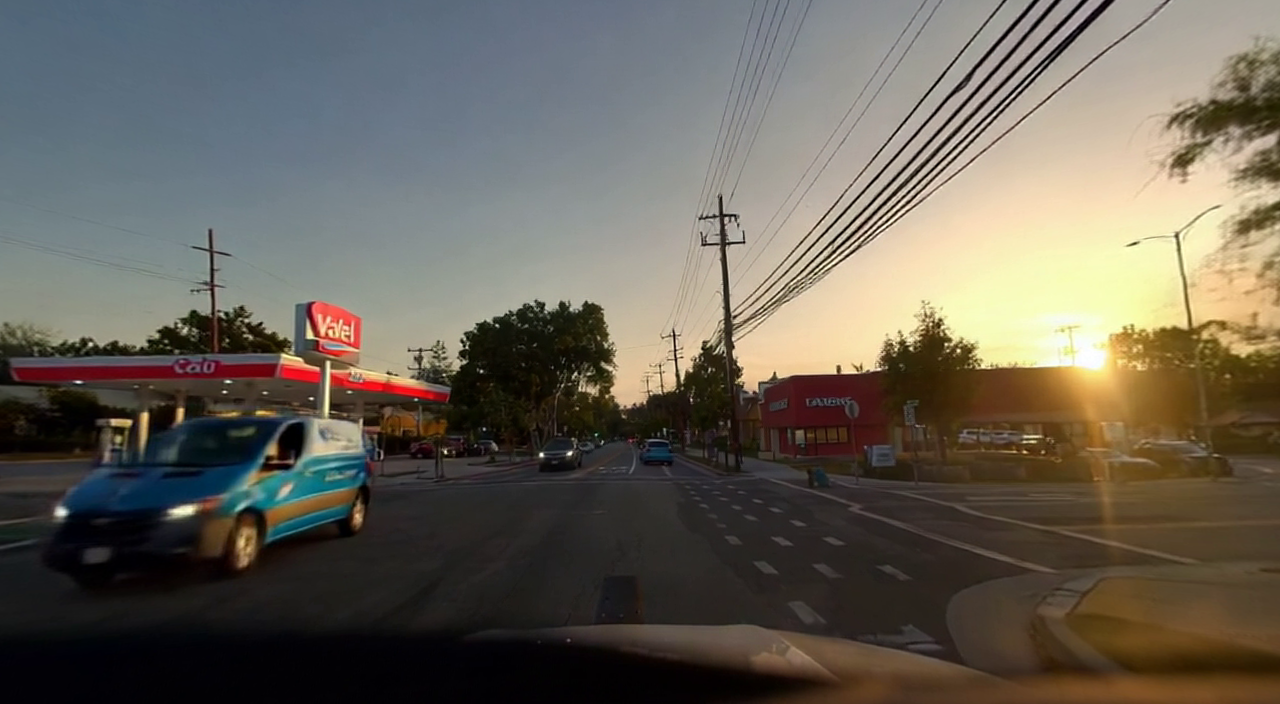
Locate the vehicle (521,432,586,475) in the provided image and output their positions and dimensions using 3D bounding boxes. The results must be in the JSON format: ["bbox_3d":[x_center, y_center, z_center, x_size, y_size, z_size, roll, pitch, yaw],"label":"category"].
[{"bbox_3d":[-3.990,4.832,30.139,2.274,1.844,4.843,0,-9,1],"label":"vehicle"}]

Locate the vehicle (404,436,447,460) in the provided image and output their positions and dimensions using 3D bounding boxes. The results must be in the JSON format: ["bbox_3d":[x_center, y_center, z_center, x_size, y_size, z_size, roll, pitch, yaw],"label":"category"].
[{"bbox_3d":[-16.706,7.491,49.417,1.890,1.761,4.578,1,-9,-3],"label":"vehicle"}]

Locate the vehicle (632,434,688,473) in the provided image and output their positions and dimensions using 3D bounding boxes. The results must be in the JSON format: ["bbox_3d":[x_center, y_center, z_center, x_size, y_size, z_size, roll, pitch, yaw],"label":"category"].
[{"bbox_3d":[0.836,4.673,29.144,2.000,1.663,4.271,1,-9,-6],"label":"vehicle"}]

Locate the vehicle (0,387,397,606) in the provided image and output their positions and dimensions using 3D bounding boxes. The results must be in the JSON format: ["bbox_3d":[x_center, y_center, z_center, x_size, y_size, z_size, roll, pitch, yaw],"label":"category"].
[{"bbox_3d":[-5.066,1.659,8.181,2.222,1.931,4.882,1,-9,-5],"label":"vehicle"}]
